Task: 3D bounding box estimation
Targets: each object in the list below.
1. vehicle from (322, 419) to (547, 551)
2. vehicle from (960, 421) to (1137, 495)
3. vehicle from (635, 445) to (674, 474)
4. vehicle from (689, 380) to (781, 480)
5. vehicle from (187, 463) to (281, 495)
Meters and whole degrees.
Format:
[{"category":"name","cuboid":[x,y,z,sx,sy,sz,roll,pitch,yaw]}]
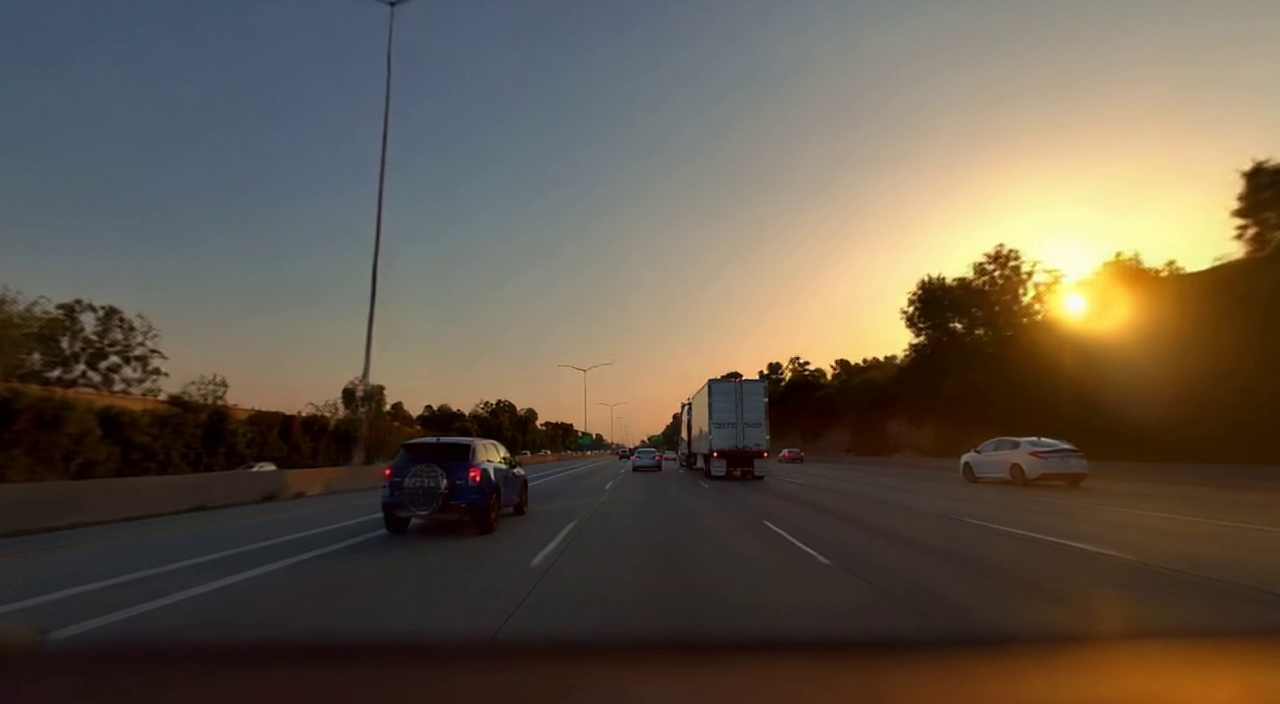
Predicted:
[{"category":"vehicle","cuboid":[-3.123,2.148,10.872,2.237,1.745,4.575,-1,-9,1]},{"category":"vehicle","cuboid":[11.261,2.961,17.860,2.041,1.824,4.376,0,-9,0]},{"category":"vehicle","cuboid":[0.746,5.961,35.119,2.063,1.469,4.208,0,-9,0]},{"category":"vehicle","cuboid":[4.384,4.158,32.333,2.821,4.077,12.562,0,-9,0]},{"category":"vehicle","cuboid":[-23.163,7.243,36.257,2.218,1.525,4.738,-1,-9,1]}]
